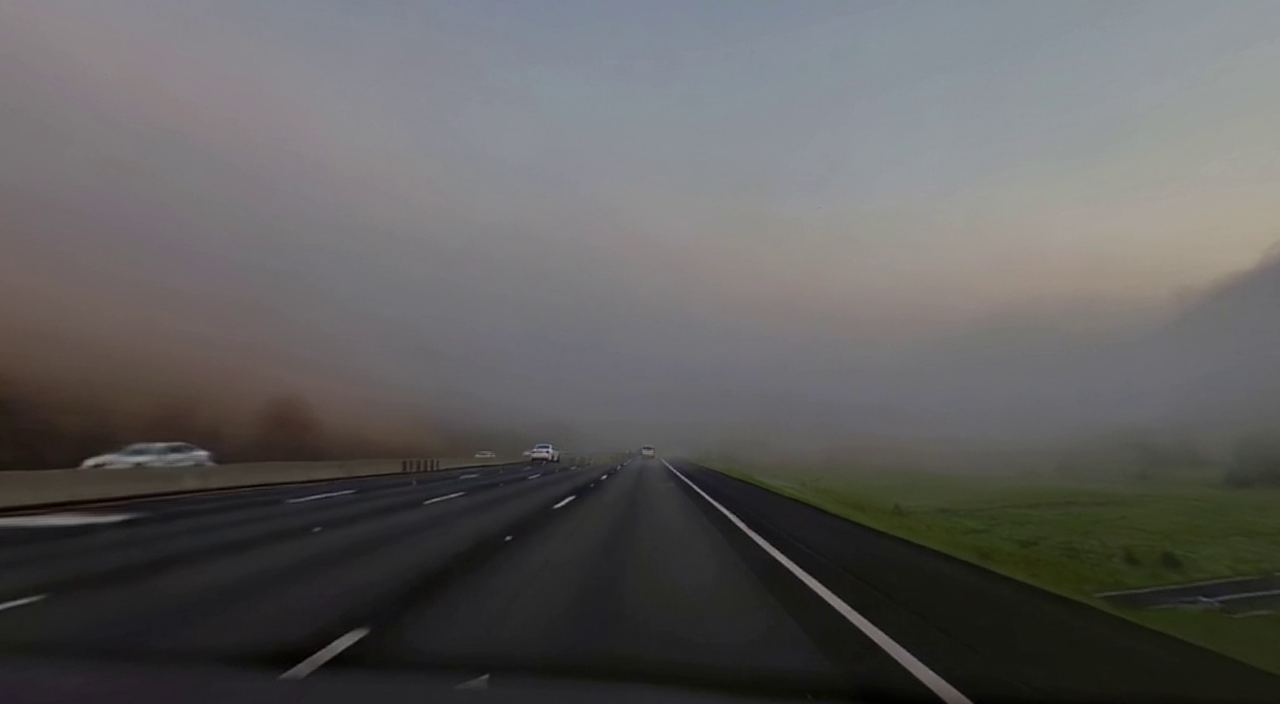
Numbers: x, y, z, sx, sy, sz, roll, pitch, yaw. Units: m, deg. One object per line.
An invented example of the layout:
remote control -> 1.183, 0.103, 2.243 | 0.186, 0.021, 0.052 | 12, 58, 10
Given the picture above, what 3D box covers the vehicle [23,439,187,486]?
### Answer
vehicle -> -19.570, 4.041, 23.417 | 1.851, 1.545, 4.735 | 0, -8, 1
